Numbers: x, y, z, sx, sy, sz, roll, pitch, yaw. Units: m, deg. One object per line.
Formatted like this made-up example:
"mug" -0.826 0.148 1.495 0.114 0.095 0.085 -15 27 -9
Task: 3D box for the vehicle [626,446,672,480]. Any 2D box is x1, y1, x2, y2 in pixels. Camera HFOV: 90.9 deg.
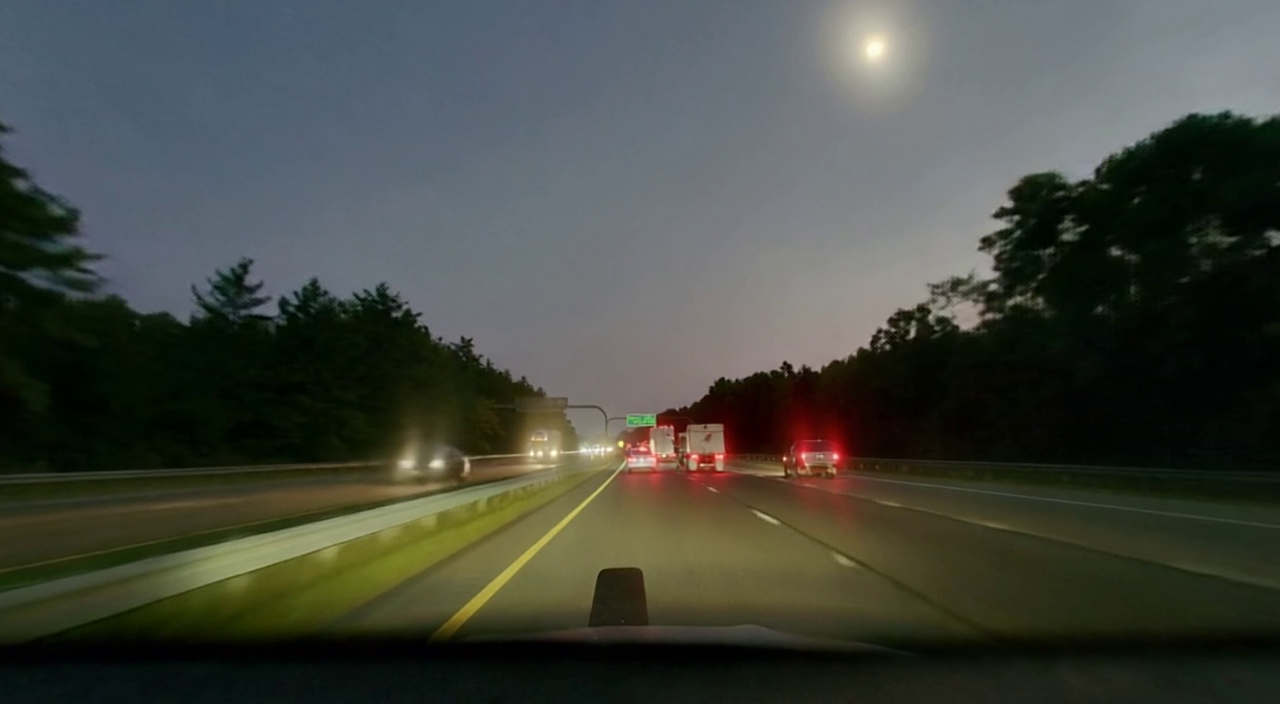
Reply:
"vehicle" 0.402 5.310 30.445 2.069 1.523 4.012 0 -9 0

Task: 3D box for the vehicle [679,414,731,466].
"vehicle" 4.319 6.092 43.349 2.600 3.282 7.635 0 -9 -1

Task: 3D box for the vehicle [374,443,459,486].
"vehicle" -8.601 4.353 24.697 1.834 1.488 4.253 0 -9 -1
